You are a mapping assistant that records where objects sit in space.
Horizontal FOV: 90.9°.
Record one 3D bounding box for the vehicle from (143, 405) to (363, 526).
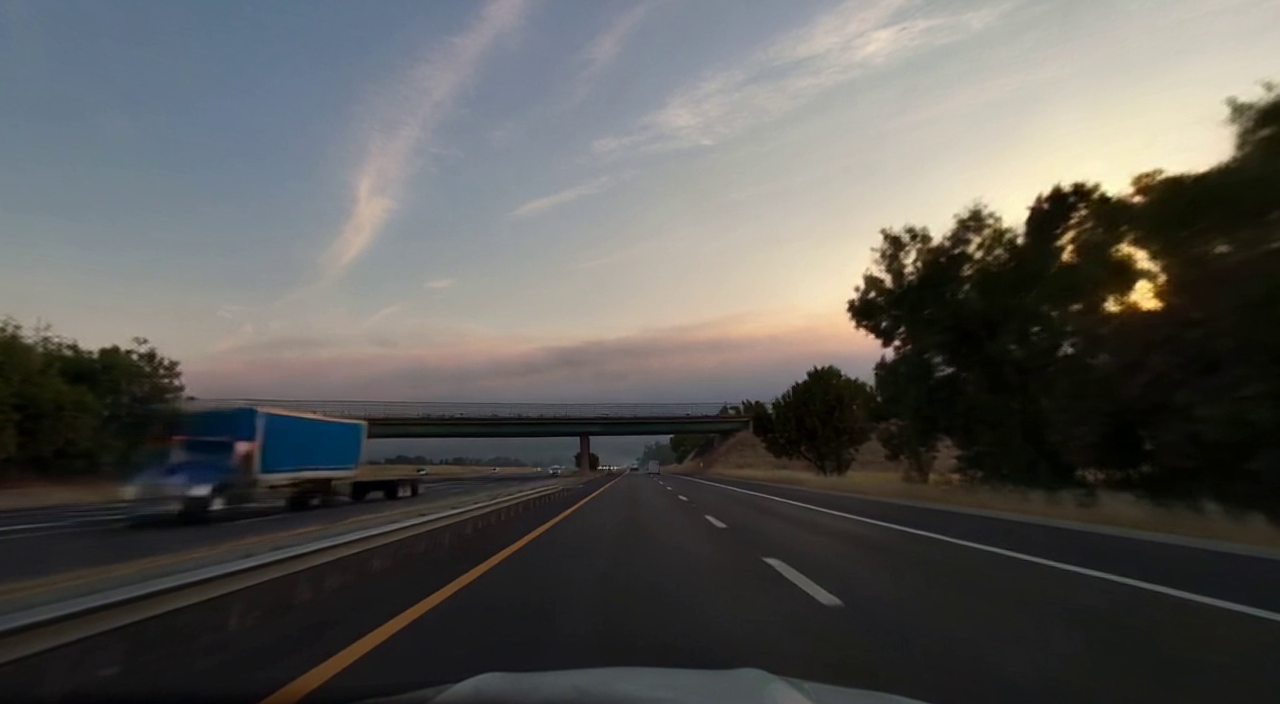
[{"bbox_3d":[-12.892,3.965,22.105,2.833,3.465,7.407,1,-10,0],"label":"vehicle"}]
